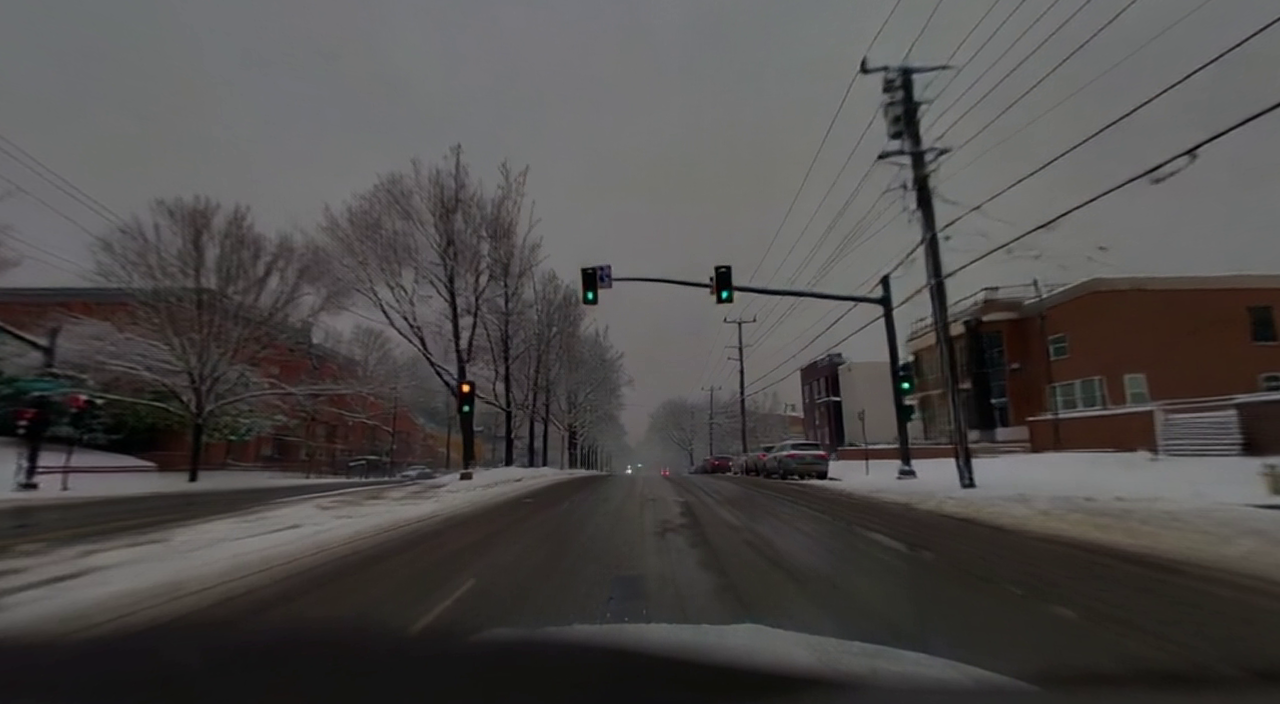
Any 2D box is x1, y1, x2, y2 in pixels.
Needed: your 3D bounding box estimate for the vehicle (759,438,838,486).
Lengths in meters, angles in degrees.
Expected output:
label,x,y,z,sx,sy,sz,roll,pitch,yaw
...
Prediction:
label,x,y,z,sx,sy,sz,roll,pitch,yaw
vehicle,6.913,4.854,28.118,2.148,1.904,4.910,0,-9,-1
